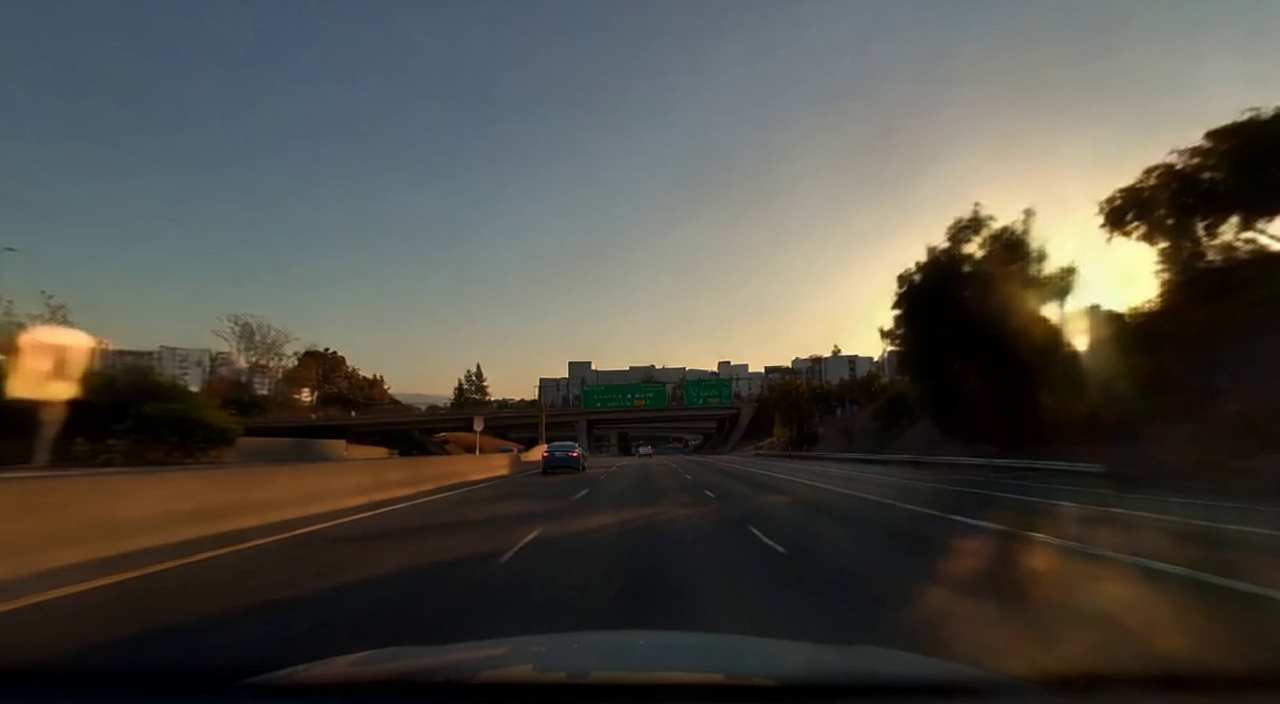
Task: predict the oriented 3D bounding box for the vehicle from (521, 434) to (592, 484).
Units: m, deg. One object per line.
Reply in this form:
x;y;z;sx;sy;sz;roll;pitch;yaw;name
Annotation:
-3.062;4.027;24.109;2.072;1.706;4.359;0;-8;1;vehicle
